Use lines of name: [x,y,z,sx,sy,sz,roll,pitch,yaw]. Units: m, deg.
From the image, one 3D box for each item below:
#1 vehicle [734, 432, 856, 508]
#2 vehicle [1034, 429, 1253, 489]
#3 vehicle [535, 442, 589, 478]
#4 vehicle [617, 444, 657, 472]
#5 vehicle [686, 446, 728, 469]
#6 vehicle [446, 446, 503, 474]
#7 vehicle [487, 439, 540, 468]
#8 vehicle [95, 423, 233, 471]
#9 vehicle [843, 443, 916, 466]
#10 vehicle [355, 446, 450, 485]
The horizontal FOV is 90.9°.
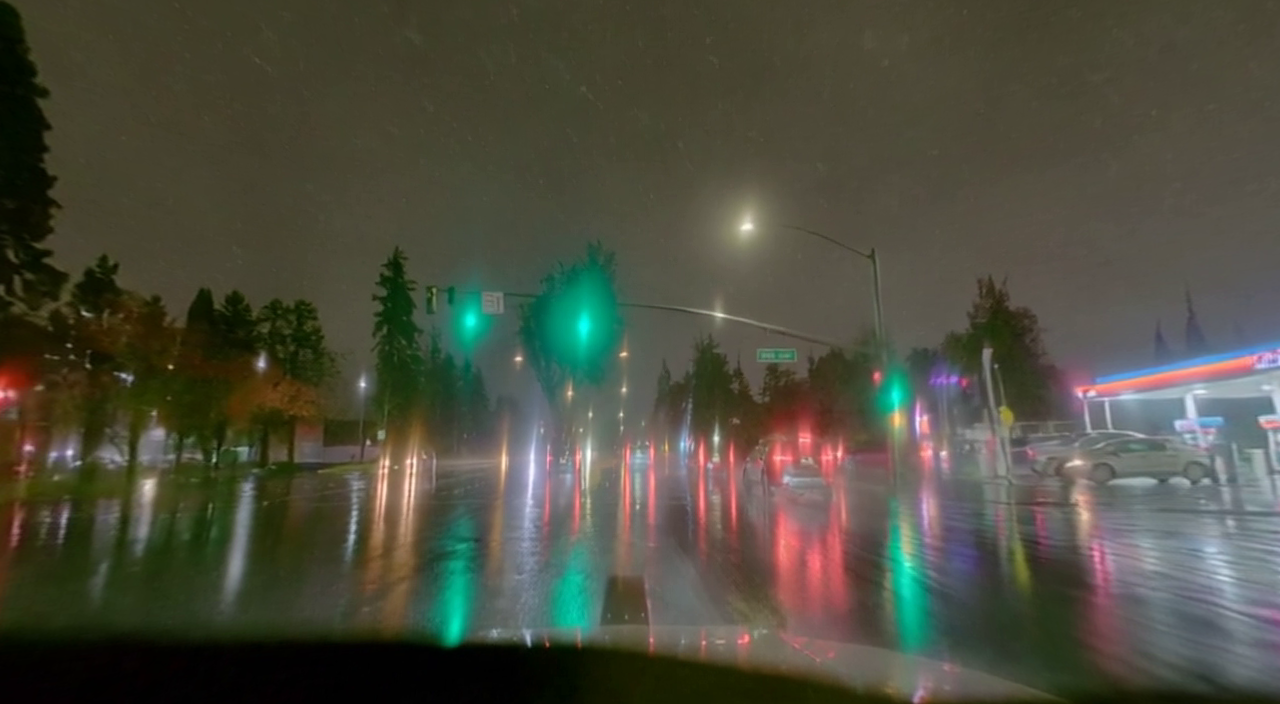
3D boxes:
vehicle: [3.793,2.971,16.286,2.022,1.683,4.171,0,-9,-1]
vehicle: [17.803,3.806,22.551,5.585,1.866,2.607,-1,-9,-3]
vehicle: [-3.658,5.154,30.324,2.023,1.607,4.086,0,-9,1]
vehicle: [-0.142,5.973,35.683,2.104,1.477,4.591,0,-9,0]
vehicle: [4.456,7.077,42.429,2.174,1.462,4.400,0,-9,-2]
vehicle: [-9.079,5.946,34.948,2.001,1.461,3.859,0,-9,2]
vehicle: [-9.070,7.350,45.881,2.455,1.904,6.030,-1,-9,2]
vehicle: [-33.752,6.753,44.898,7.339,3.284,2.857,0,-9,-1]
vehicle: [17.084,7.324,45.092,4.506,1.604,1.830,0,-9,-1]
vehicle: [-9.612,4.616,26.018,2.023,1.433,4.699,0,-9,1]
